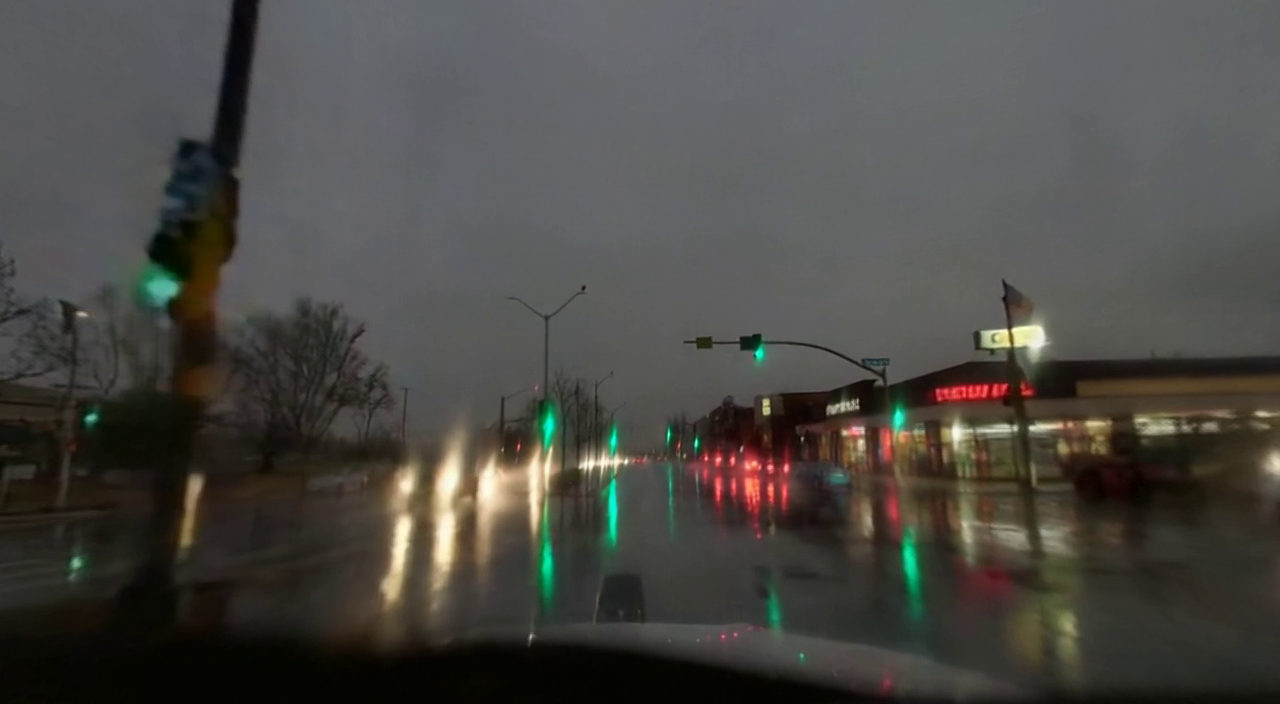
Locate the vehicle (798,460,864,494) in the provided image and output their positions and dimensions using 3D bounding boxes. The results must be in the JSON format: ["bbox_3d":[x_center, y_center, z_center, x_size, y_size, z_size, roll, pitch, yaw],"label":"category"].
[{"bbox_3d":[9.649,6.324,32.339,1.948,1.483,4.645,0,-8,0],"label":"vehicle"}]

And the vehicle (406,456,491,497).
[{"bbox_3d":[-8.148,5.314,27.333,2.225,1.532,4.486,0,-8,1],"label":"vehicle"}]

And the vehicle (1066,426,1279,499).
[{"bbox_3d":[17.265,3.443,19.842,5.748,2.090,2.506,-1,-8,5],"label":"vehicle"}]

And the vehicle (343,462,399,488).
[{"bbox_3d":[-18.214,8.334,42.957,1.756,1.525,4.355,-1,-8,2],"label":"vehicle"}]

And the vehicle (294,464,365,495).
[{"bbox_3d":[-18.146,7.455,37.210,1.858,1.493,4.721,0,-8,-1],"label":"vehicle"}]
